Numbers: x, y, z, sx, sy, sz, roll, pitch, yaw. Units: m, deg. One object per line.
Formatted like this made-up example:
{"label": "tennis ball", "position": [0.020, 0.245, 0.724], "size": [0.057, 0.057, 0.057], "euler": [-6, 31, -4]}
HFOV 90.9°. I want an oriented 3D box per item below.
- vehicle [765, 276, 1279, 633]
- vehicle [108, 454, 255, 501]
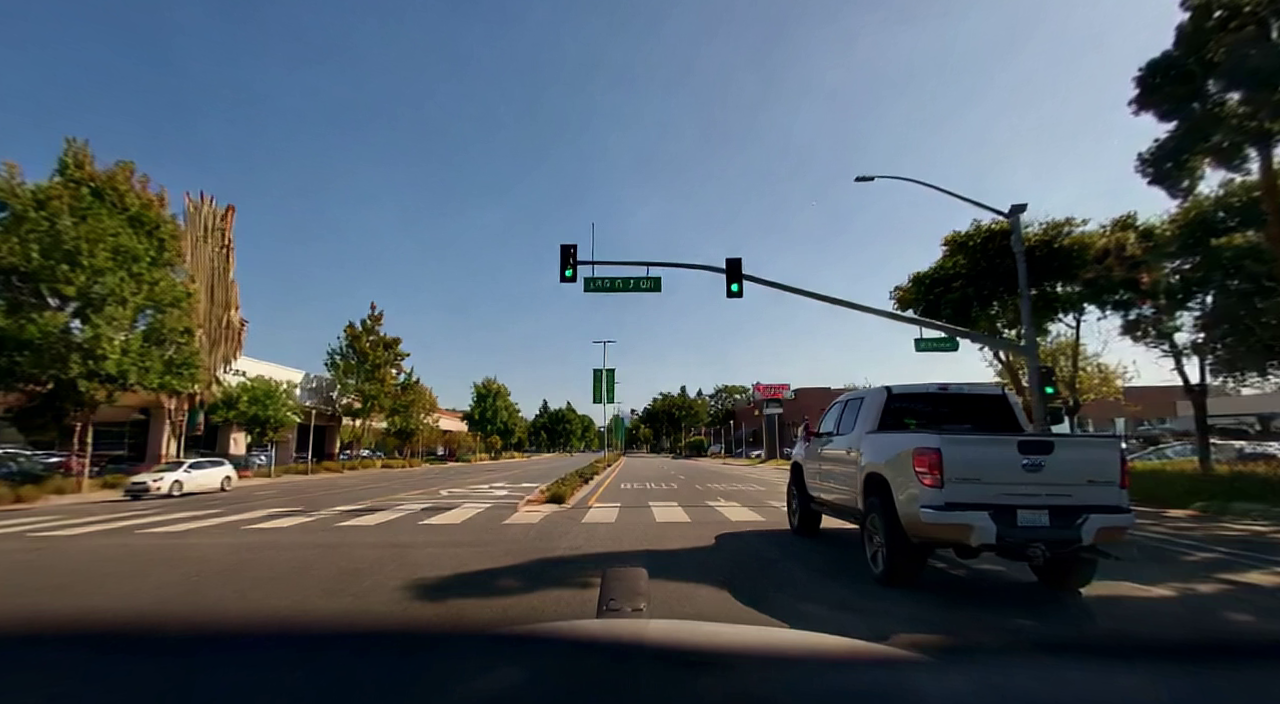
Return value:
{"label": "vehicle", "position": [3.395, 1.147, 7.710], "size": [2.484, 2.642, 5.990], "euler": [0, -8, 0]}
{"label": "vehicle", "position": [-16.932, 4.627, 23.645], "size": [1.866, 1.469, 4.682], "euler": [-1, -8, 3]}
